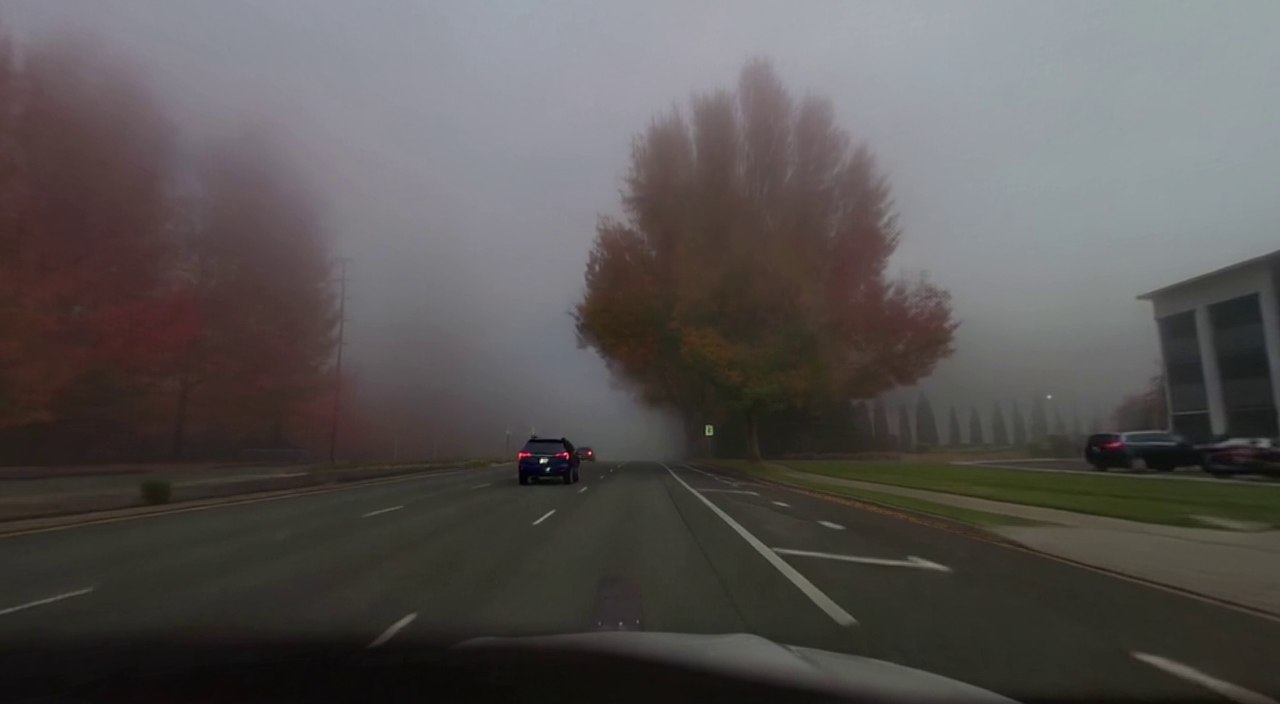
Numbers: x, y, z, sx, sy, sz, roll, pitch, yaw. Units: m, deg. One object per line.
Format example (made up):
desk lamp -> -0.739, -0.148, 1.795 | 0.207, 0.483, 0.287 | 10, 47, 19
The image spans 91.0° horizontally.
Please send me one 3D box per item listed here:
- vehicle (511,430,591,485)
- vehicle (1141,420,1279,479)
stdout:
vehicle -> -3.117, 3.834, 23.100 | 2.112, 1.779, 4.489 | 0, -9, 2
vehicle -> 18.496, 3.020, 19.490 | 4.195, 1.694, 1.996 | 0, -9, 0
